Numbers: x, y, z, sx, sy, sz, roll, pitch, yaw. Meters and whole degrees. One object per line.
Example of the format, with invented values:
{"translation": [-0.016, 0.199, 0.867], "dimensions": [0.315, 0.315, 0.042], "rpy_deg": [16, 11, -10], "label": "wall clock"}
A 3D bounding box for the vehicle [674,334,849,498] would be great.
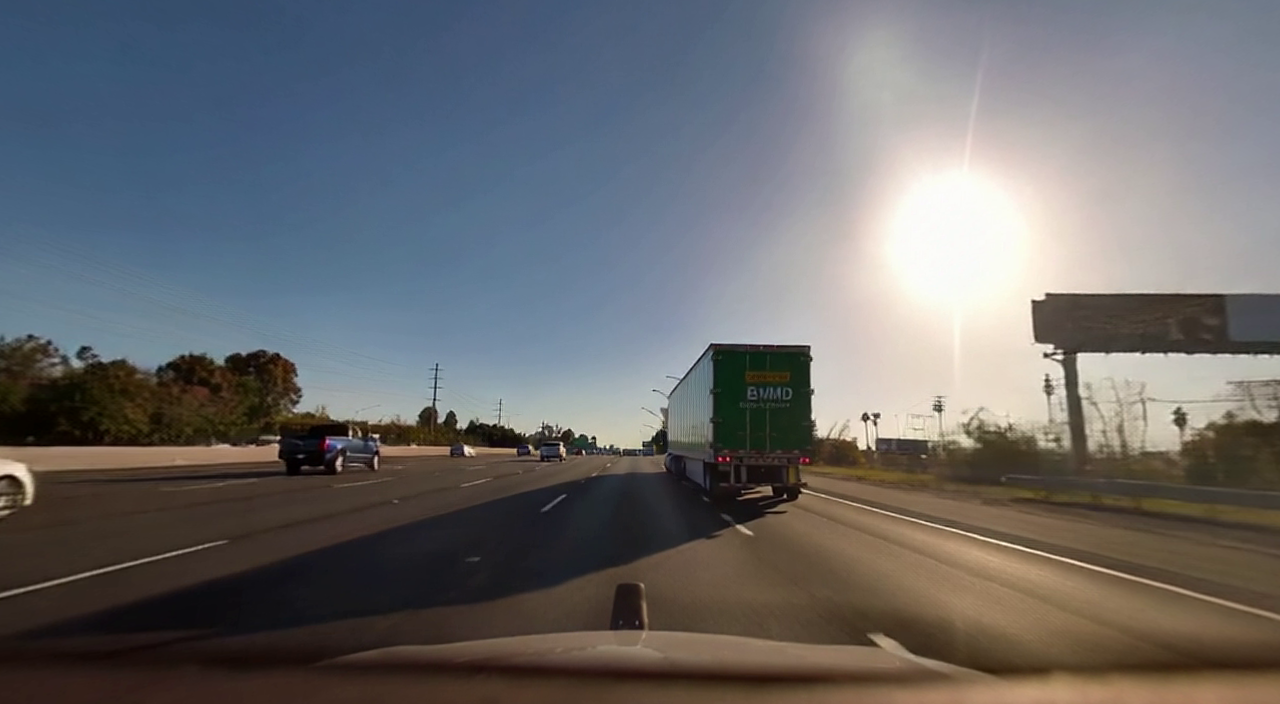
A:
{"translation": [3.300, 2.628, 22.723], "dimensions": [2.891, 3.944, 15.051], "rpy_deg": [0, -8, -2], "label": "vehicle"}

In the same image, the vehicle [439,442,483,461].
{"translation": [-14.021, 7.816, 49.683], "dimensions": [2.067, 1.398, 4.863], "rpy_deg": [0, -8, -1], "label": "vehicle"}

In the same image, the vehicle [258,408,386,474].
{"translation": [-13.838, 3.986, 28.080], "dimensions": [2.307, 2.571, 6.260], "rpy_deg": [0, -8, 1], "label": "vehicle"}
